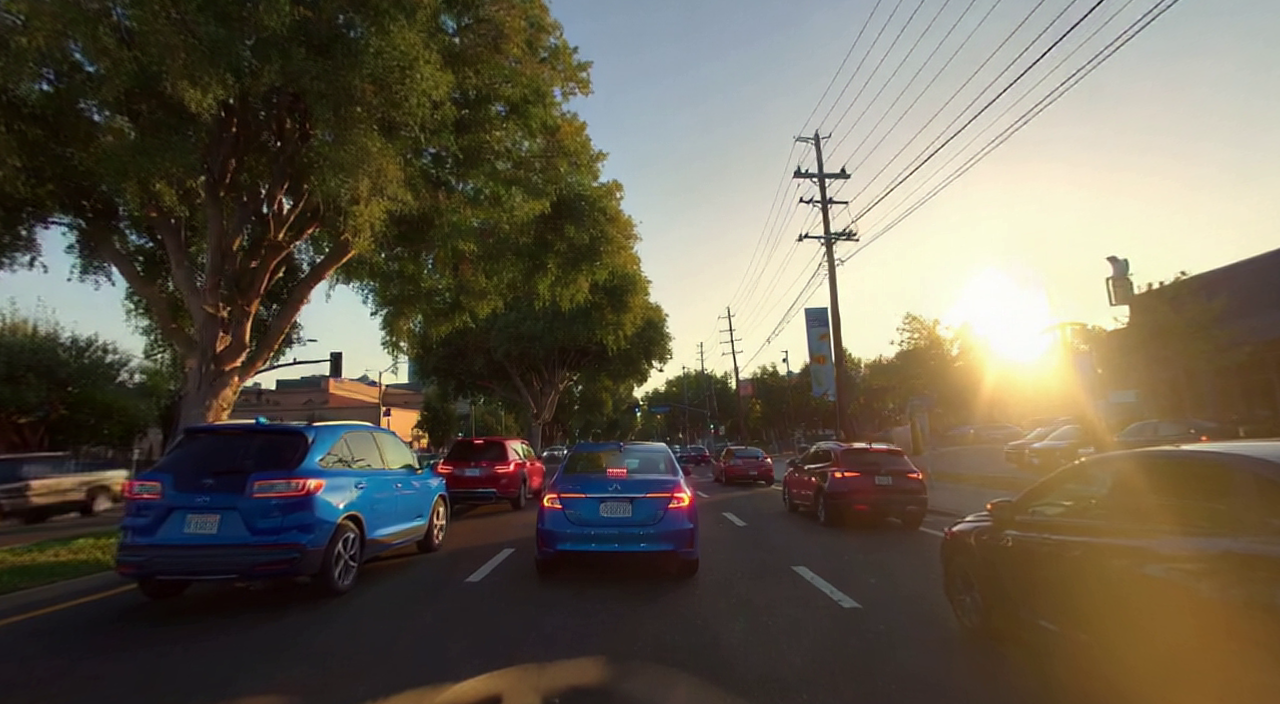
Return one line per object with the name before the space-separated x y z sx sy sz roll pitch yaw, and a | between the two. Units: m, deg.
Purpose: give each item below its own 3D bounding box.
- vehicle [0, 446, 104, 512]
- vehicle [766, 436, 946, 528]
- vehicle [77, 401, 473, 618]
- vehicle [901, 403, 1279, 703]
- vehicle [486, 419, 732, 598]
vehicle | -20.580 4.084 20.662 1.883 2.020 4.700 0 -8 1
vehicle | 3.933 2.427 12.412 1.909 1.473 4.361 0 -9 -1
vehicle | -3.453 1.556 7.185 1.979 1.697 4.254 0 -9 -1
vehicle | 3.661 1.185 4.139 1.929 1.479 4.723 0 -9 1
vehicle | -0.324 1.631 7.397 2.097 1.511 3.809 0 -9 -2
